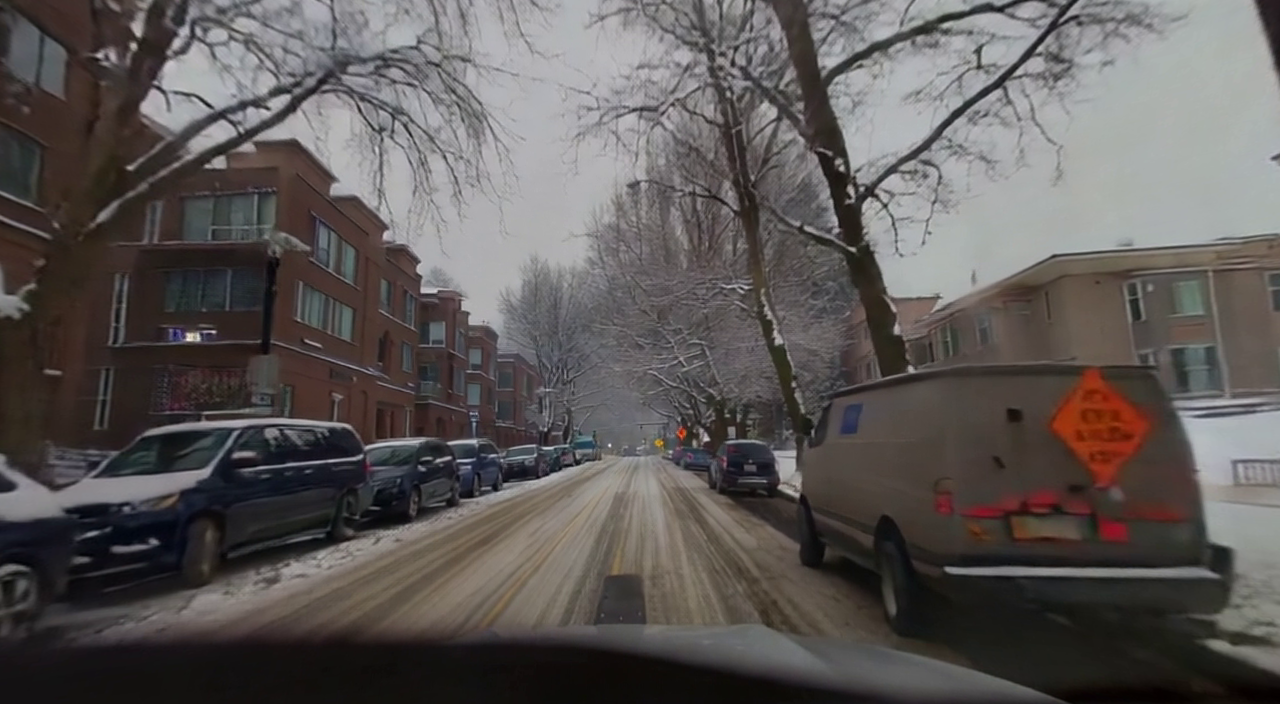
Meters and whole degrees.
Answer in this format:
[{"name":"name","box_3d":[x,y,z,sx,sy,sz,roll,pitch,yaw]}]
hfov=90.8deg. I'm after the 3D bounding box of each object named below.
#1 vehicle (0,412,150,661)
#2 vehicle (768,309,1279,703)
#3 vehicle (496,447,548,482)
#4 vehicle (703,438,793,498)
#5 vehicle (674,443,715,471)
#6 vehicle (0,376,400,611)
[{"name":"vehicle","box_3d":[-5.451,1.124,3.339,1.838,1.725,4.660,0,-9,2]},{"name":"vehicle","box_3d":[2.776,1.003,5.032,2.259,2.119,5.281,-1,-2,-2]},{"name":"vehicle","box_3d":[-5.397,5.163,29.296,1.722,1.491,3.431,0,-9,0]},{"name":"vehicle","box_3d":[2.979,3.297,18.234,1.903,1.512,3.900,0,-9,0]},{"name":"vehicle","box_3d":[3.068,6.038,36.320,1.835,1.490,4.134,0,-9,-2]},{"name":"vehicle","box_3d":[-5.444,1.723,8.660,2.196,2.059,5.748,-2,-9,-1]}]
